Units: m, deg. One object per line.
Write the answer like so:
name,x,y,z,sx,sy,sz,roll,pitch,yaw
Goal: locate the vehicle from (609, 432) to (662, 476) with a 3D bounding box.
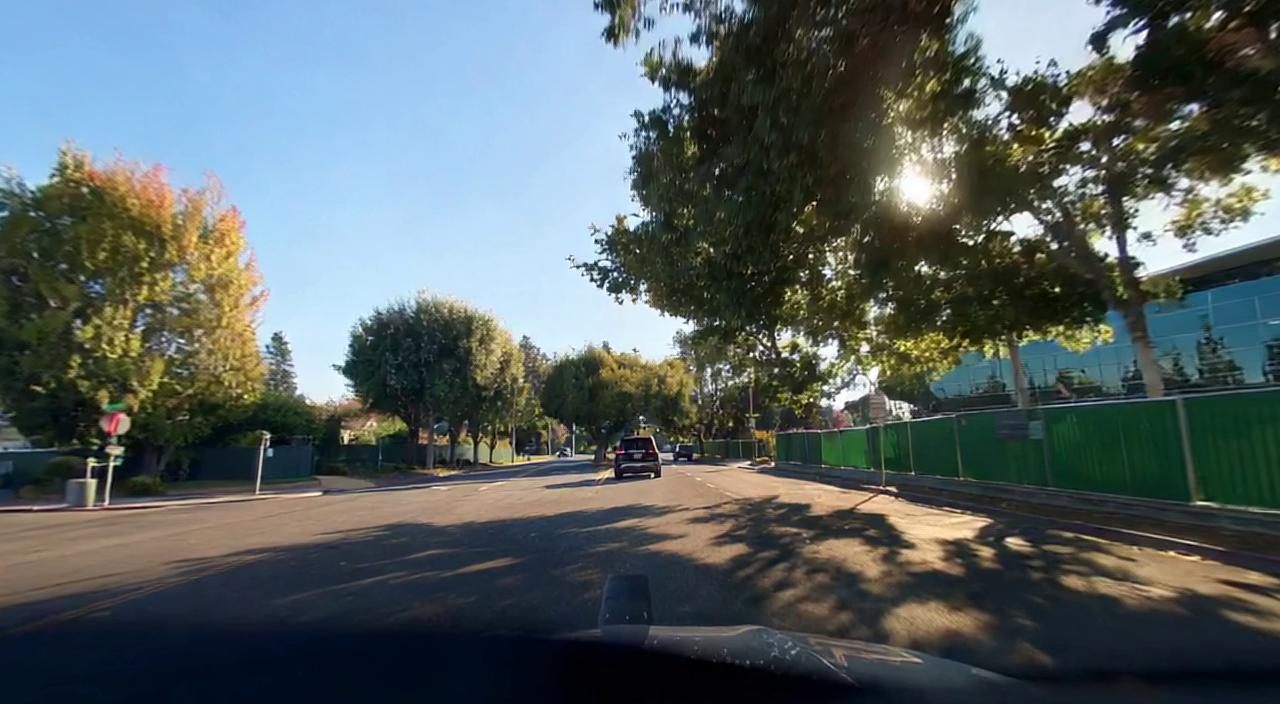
vehicle,-0.215,4.942,30.679,2.386,1.947,4.168,0,-9,-1
